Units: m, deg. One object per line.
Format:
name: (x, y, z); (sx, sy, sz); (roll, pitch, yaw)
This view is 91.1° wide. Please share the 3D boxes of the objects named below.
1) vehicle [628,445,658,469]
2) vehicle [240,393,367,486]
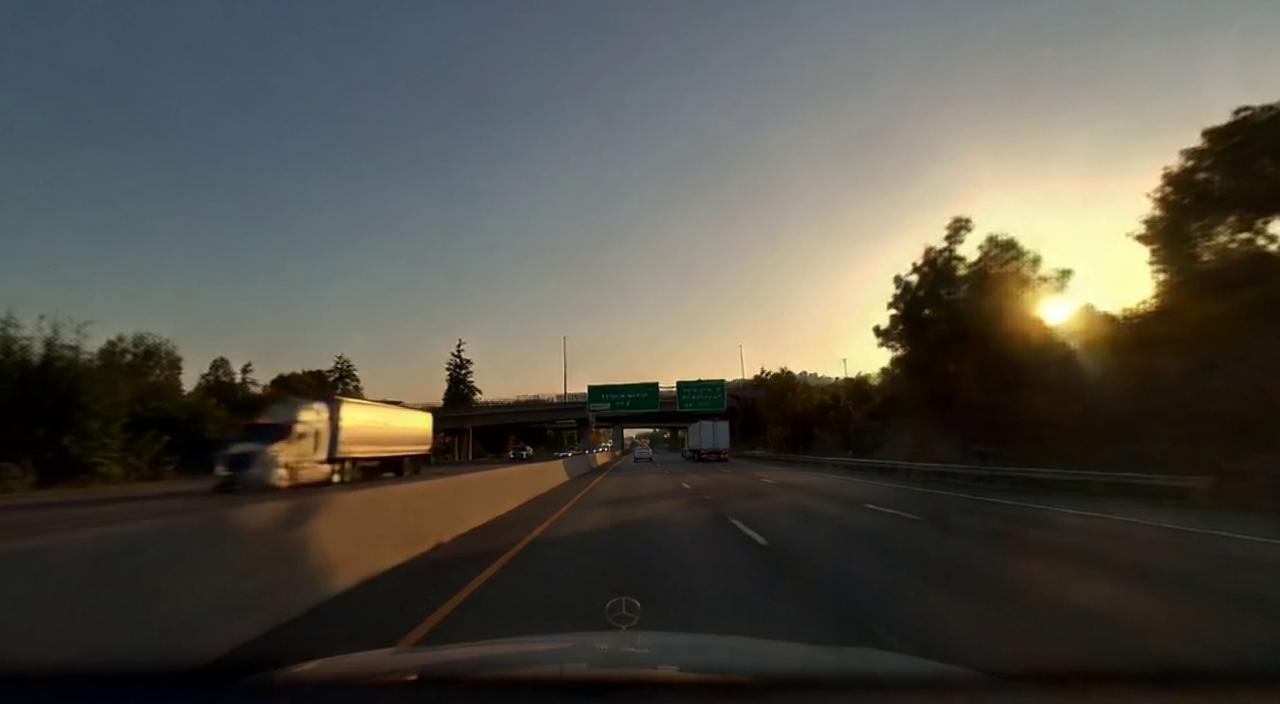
vehicle: (0.198, 7.371, 44.068); (2.024, 1.579, 3.707); (-1, -9, 0)
vehicle: (-15.644, 4.180, 29.765); (3.004, 3.949, 5.220); (-1, -9, 0)
